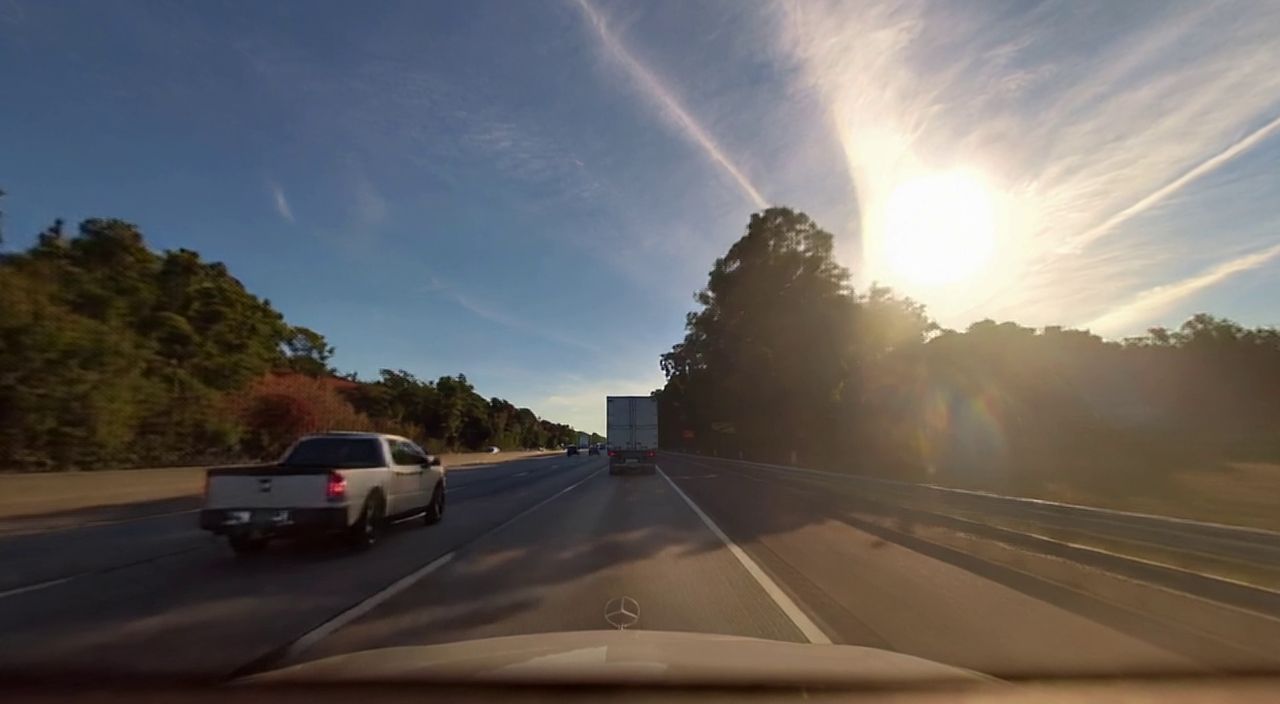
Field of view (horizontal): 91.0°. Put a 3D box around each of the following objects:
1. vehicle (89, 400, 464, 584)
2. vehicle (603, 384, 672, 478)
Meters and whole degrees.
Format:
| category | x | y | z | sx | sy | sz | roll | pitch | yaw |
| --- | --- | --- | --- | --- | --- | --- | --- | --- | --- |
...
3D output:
| category | x | y | z | sx | sy | sz | roll | pitch | yaw |
| --- | --- | --- | --- | --- | --- | --- | --- | --- | --- |
| vehicle | -4.368 | 1.785 | 8.906 | 2.285 | 1.833 | 4.984 | 0 | -9 | 0 |
| vehicle | -0.179 | 4.318 | 33.509 | 3.052 | 4.132 | 11.336 | 0 | -9 | -1 |
